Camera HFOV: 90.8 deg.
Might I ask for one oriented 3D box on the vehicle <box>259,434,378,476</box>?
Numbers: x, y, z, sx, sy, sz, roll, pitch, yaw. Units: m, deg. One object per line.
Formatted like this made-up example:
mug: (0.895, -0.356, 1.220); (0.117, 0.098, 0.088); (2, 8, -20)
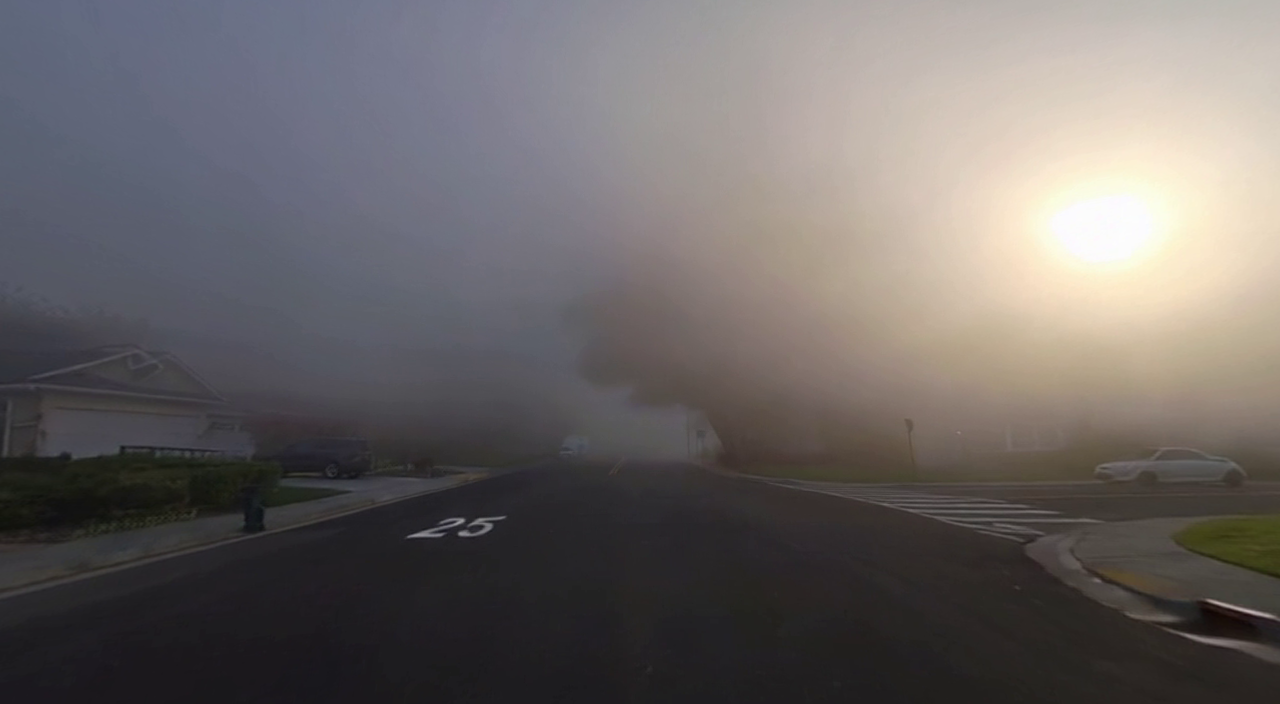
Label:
vehicle: (-13.453, 4.340, 26.606); (3.921, 1.629, 1.832); (0, -10, 2)

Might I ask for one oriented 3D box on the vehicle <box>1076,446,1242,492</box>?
vehicle: (20.162, 4.529, 24.717); (4.607, 1.694, 2.106); (0, -9, -1)
